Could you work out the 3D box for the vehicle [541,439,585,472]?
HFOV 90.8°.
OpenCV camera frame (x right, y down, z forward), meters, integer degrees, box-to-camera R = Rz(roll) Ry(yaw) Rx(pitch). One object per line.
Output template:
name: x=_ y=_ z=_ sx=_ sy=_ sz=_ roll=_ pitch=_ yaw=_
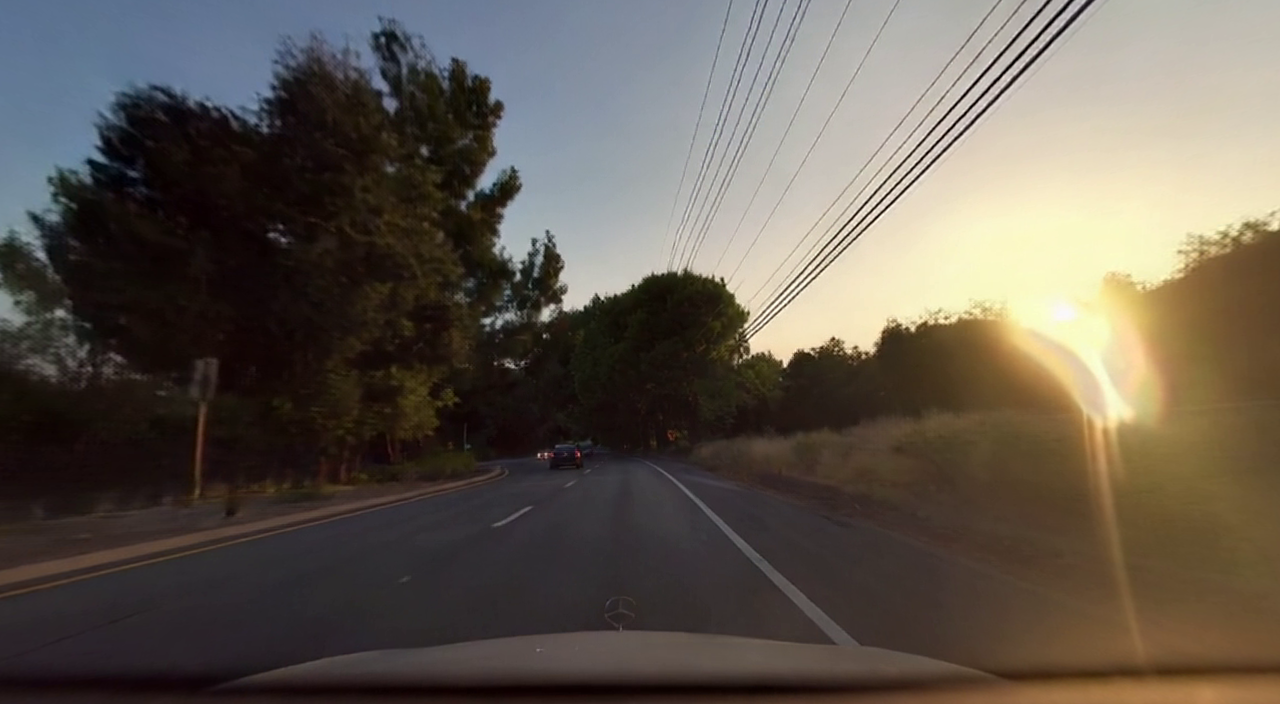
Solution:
vehicle: x=-4.794 y=6.536 z=40.080 sx=2.246 sy=1.885 sz=5.275 roll=0 pitch=-9 yaw=-2
